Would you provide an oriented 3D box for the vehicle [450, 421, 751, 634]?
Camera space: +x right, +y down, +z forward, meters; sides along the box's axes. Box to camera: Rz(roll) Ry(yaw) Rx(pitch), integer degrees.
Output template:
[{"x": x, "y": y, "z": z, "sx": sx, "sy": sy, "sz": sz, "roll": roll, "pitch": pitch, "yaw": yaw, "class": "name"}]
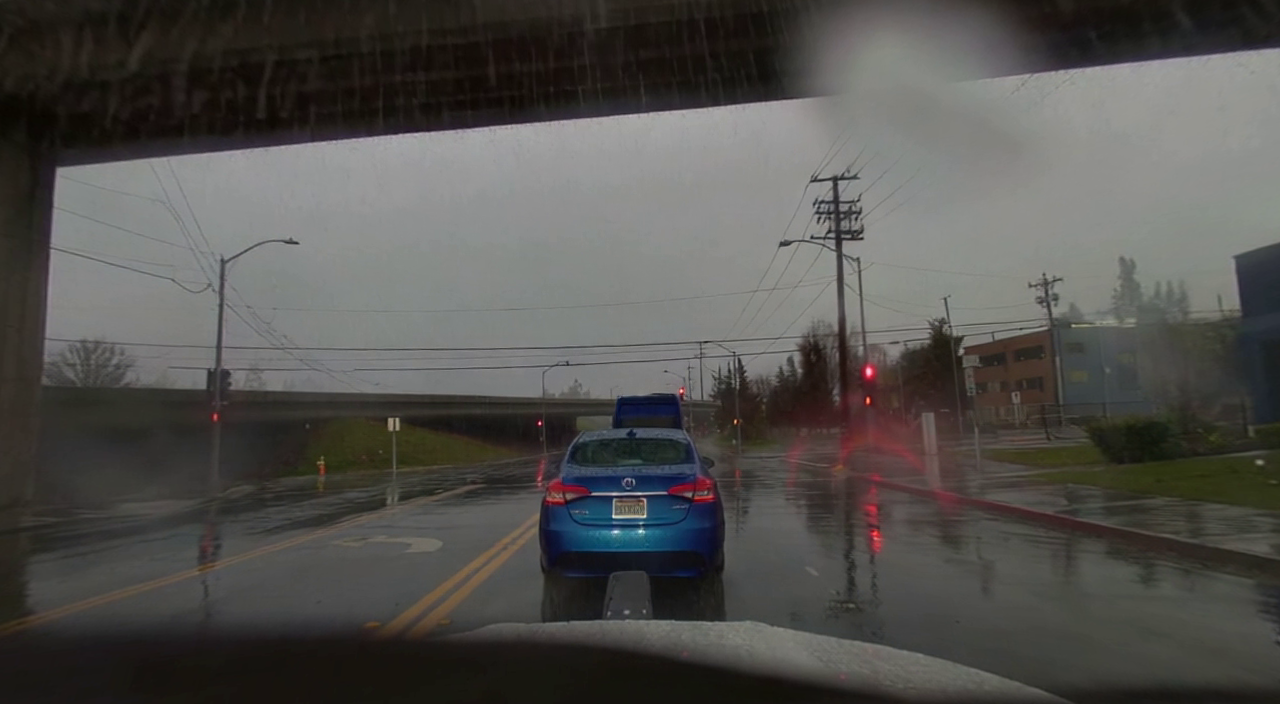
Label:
[{"x": -0.236, "y": 1.530, "z": 6.463, "sx": 2.090, "sy": 1.458, "sz": 4.033, "roll": -1, "pitch": -9, "yaw": 1, "class": "vehicle"}]
